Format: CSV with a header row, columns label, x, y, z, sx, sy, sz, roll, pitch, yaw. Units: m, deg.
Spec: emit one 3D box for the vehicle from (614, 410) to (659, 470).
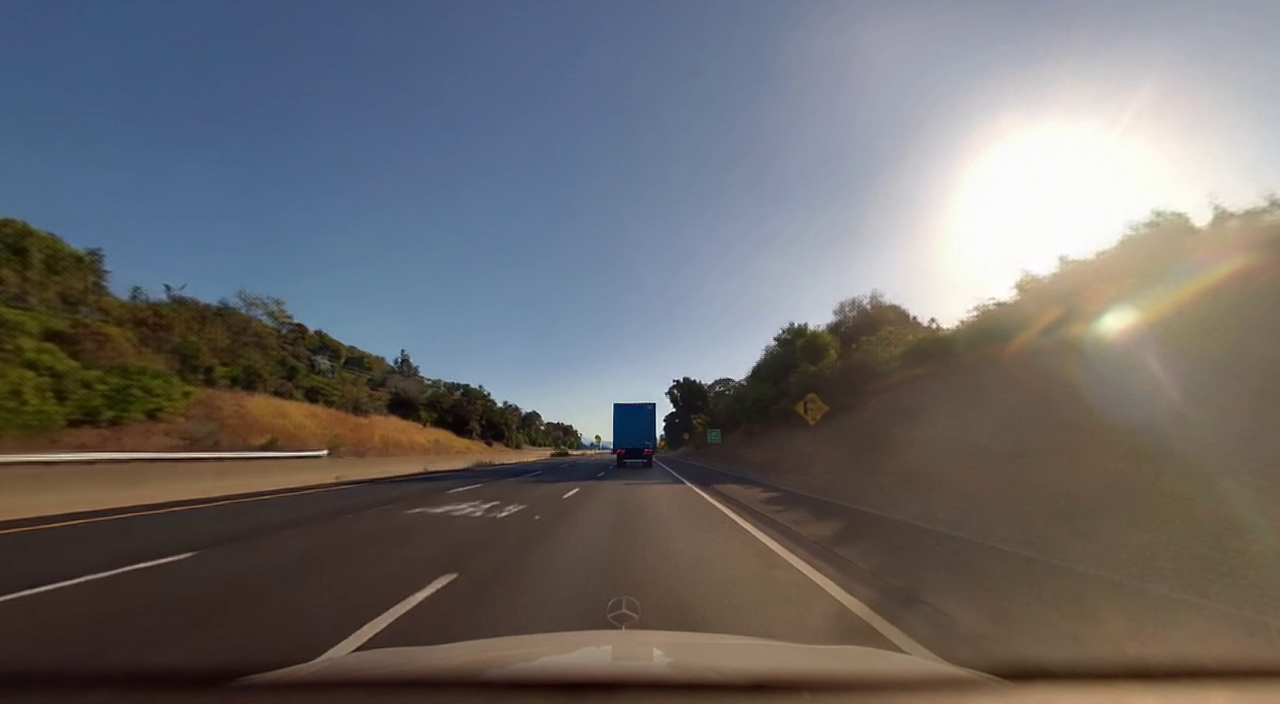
label,x,y,z,sx,sy,sz,roll,pitch,yaw
vehicle,-0.313,6.672,47.393,2.982,3.947,11.075,0,-9,-1
